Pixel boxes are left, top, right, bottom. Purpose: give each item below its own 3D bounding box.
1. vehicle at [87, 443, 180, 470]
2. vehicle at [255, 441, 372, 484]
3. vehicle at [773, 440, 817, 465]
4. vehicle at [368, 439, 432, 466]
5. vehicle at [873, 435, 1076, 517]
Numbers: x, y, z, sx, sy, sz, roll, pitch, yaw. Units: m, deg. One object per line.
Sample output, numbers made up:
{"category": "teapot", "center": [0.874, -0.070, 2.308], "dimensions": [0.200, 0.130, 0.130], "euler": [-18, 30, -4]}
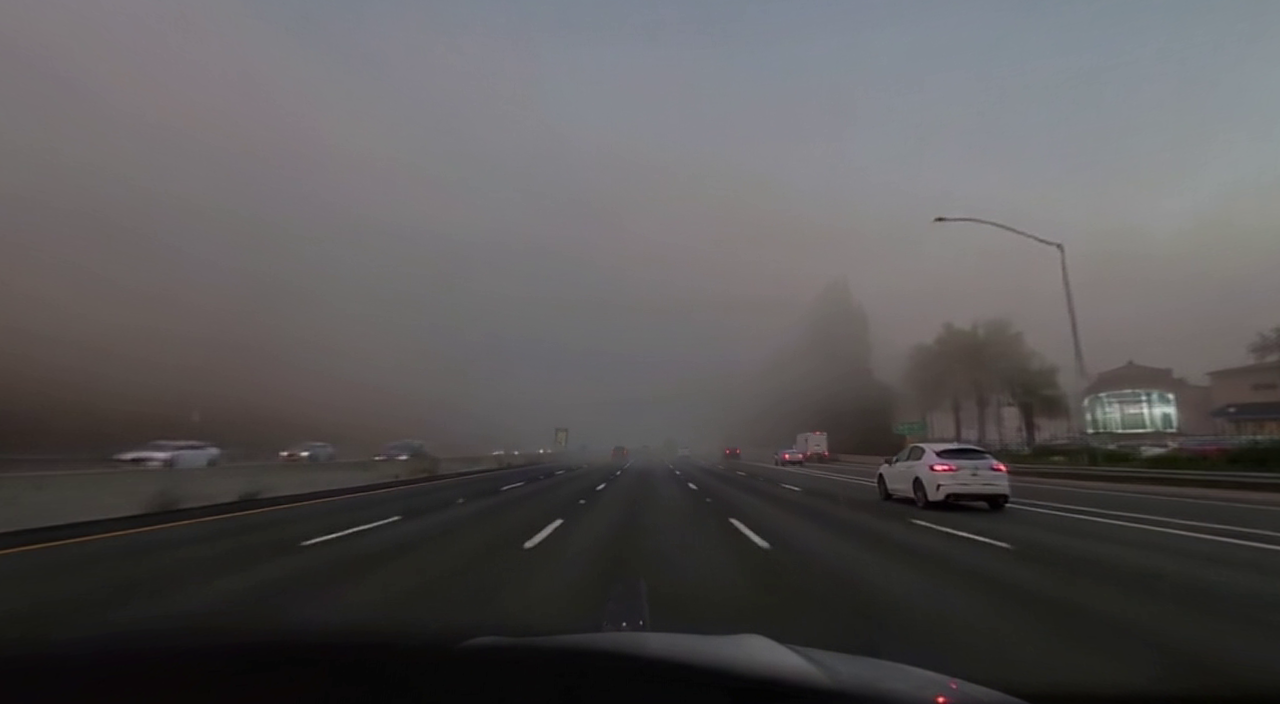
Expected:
{"category": "vehicle", "center": [-28.727, 5.935, 35.945], "dimensions": [1.803, 1.451, 4.199], "euler": [0, -9, 1]}
{"category": "vehicle", "center": [-12.111, 4.125, 23.827], "dimensions": [1.867, 1.451, 4.550], "euler": [0, -9, 2]}
{"category": "vehicle", "center": [11.966, 7.778, 48.865], "dimensions": [2.168, 1.861, 4.678], "euler": [0, -9, 0]}
{"category": "vehicle", "center": [-15.205, 6.385, 40.249], "dimensions": [2.023, 1.607, 4.937], "euler": [0, -9, 1]}
{"category": "vehicle", "center": [7.236, 2.713, 14.379], "dimensions": [2.071, 1.543, 4.702], "euler": [0, -9, 0]}
